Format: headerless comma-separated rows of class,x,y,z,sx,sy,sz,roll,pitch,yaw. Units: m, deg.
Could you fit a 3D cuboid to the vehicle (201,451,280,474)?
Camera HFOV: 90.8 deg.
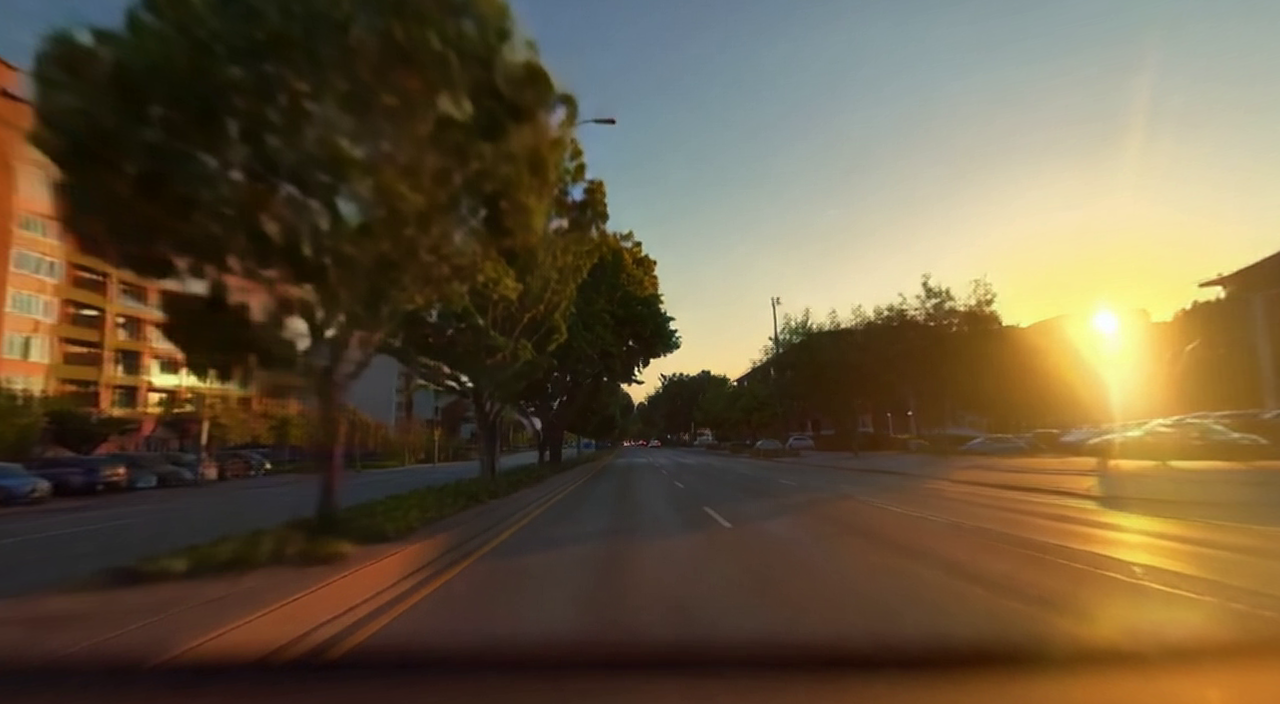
vehicle,-30.374,8.427,48.106,4.679,1.661,1.923,0,-8,0

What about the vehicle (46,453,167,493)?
vehicle,-25.474,5.758,30.430,1.979,1.652,4.678,0,-9,-5

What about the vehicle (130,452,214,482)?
vehicle,-28.822,7.082,39.084,1.989,1.692,4.362,0,-9,-3
